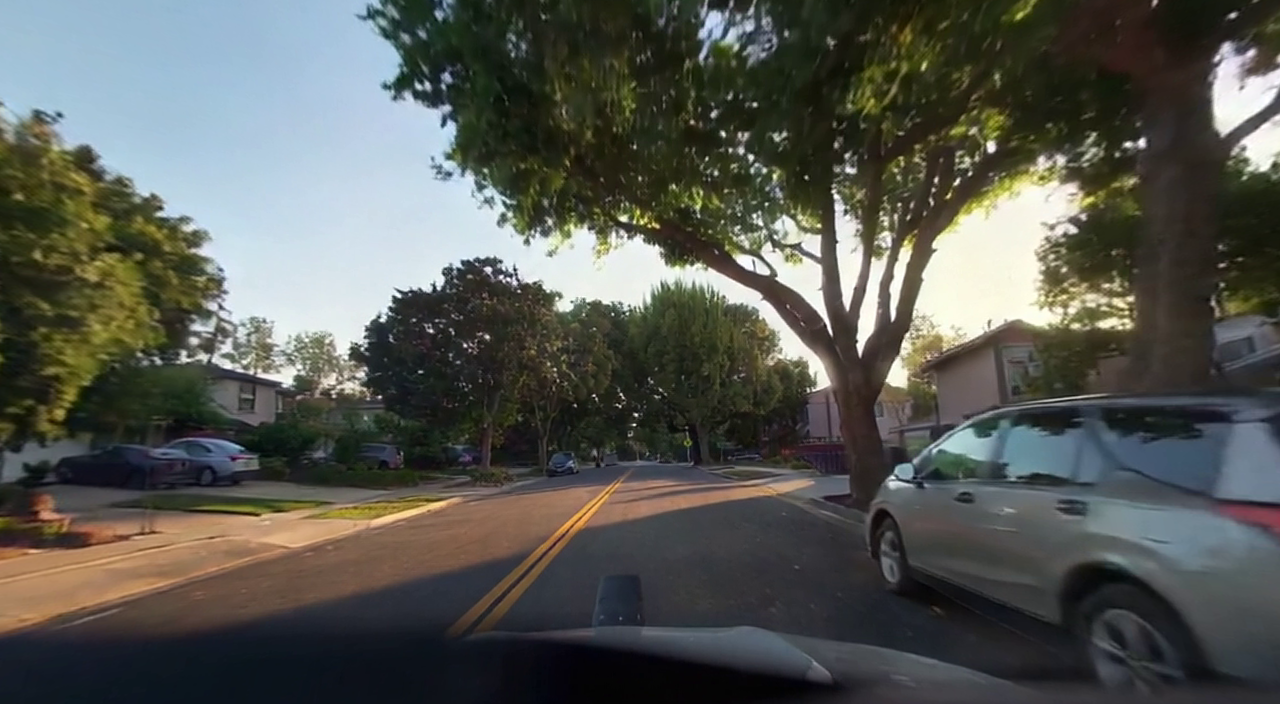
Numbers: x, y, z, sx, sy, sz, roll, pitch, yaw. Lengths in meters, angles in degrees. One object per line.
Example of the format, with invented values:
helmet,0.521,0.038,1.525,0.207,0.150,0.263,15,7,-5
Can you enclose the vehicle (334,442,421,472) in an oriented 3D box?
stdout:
vehicle,-14.181,5.665,34.028,4.668,1.491,1.941,-6,-10,32

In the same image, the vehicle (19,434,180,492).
vehicle,-16.324,3.305,19.047,4.526,1.539,2.120,-6,-10,29

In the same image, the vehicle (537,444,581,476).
vehicle,-5.099,6.938,40.234,1.924,1.765,4.542,-4,-11,2

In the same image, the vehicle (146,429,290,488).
vehicle,-14.117,3.540,21.114,4.537,1.751,2.051,-6,-10,29

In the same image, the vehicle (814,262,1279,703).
vehicle,2.894,0.978,3.920,2.150,1.811,5.461,-1,-8,1
